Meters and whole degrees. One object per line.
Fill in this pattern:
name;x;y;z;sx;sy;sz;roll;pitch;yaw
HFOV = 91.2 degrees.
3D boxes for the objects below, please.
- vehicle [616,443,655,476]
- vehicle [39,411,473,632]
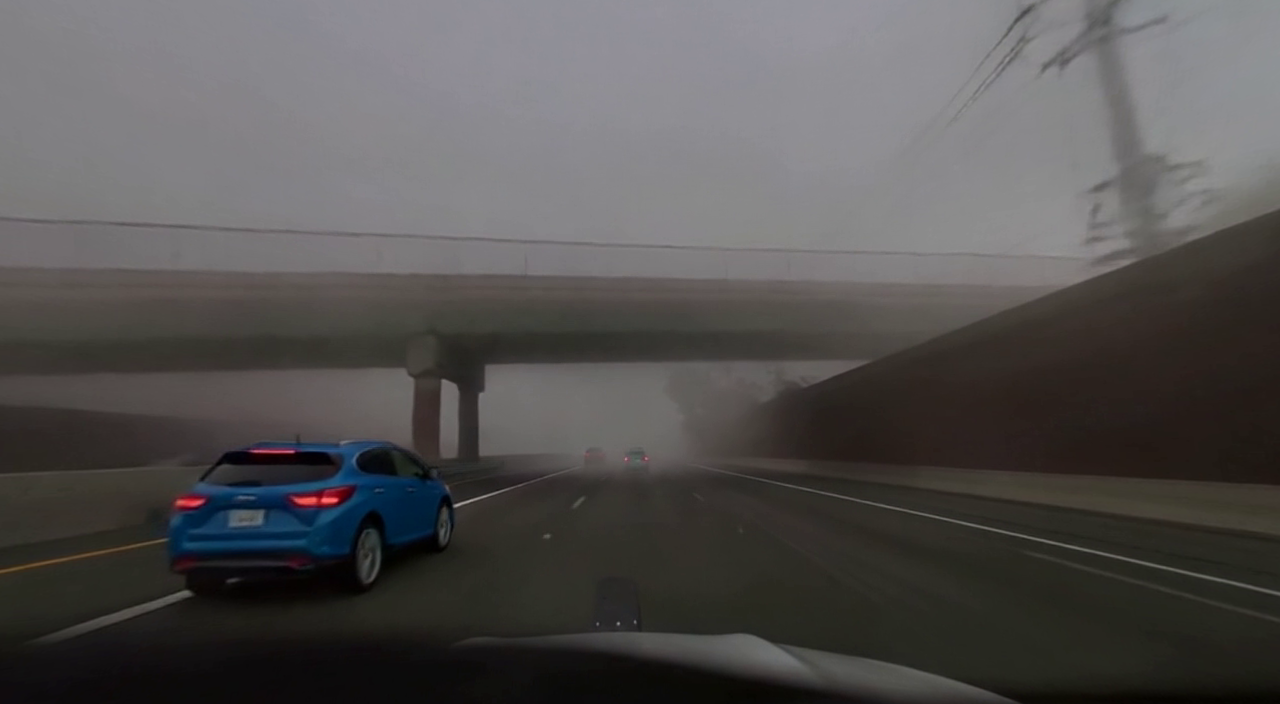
vehicle;-0.252;5.765;33.722;2.004;1.615;4.113;0;-9;-1
vehicle;-3.272;1.514;6.518;1.987;1.548;3.981;0;-9;-1
